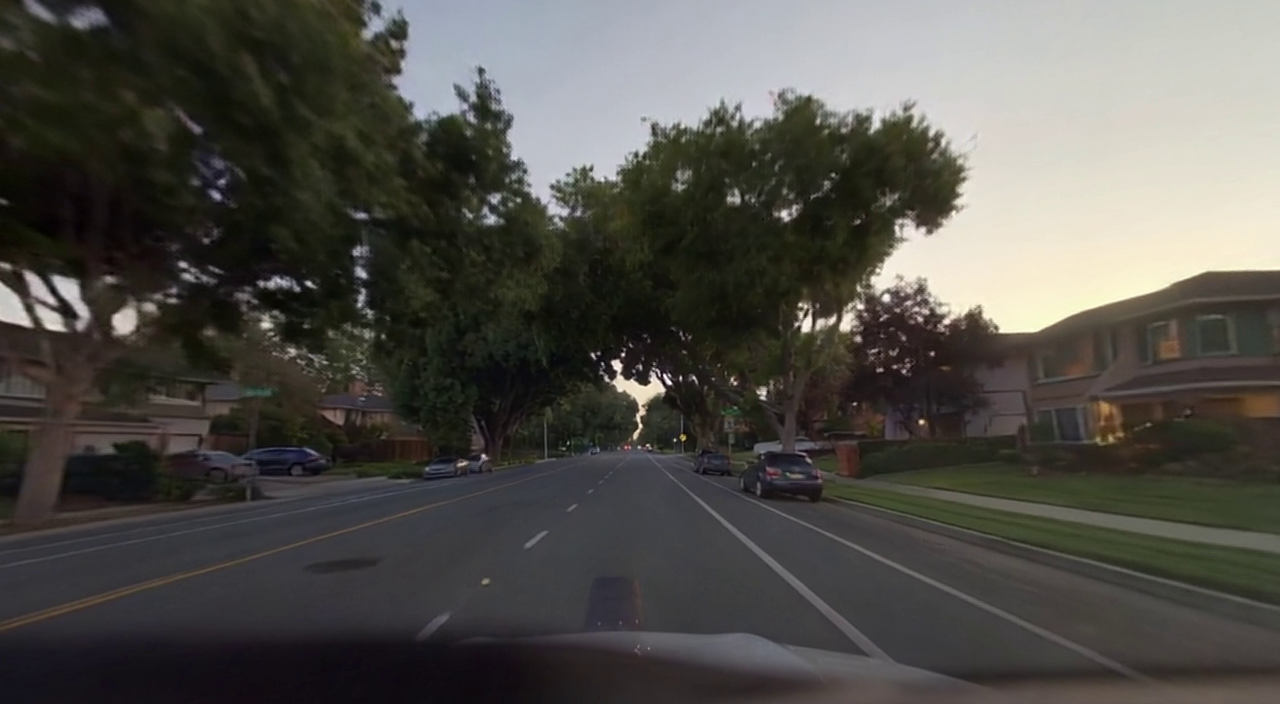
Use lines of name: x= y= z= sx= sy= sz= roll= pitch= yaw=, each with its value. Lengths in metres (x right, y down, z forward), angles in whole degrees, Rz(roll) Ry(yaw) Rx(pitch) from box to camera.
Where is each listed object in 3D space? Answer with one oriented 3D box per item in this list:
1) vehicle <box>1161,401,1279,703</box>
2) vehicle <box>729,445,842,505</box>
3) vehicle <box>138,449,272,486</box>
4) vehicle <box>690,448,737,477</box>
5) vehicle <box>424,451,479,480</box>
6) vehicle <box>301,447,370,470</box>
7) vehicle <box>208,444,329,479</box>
vehicle: x=4.036 y=0.788 z=1.262 sx=1.999 sy=1.615 sz=4.513 roll=0 pitch=-9 yaw=-2
vehicle: x=4.108 y=3.539 z=18.698 sx=1.997 sy=1.510 sz=4.555 roll=0 pitch=-9 yaw=-4
vehicle: x=-19.220 y=5.104 z=28.065 sx=4.446 sy=1.534 sz=2.018 roll=0 pitch=-9 yaw=2
vehicle: x=3.995 y=6.054 z=34.979 sx=2.002 sy=1.493 sz=4.652 roll=0 pitch=-9 yaw=0
vehicle: x=-10.935 y=6.573 z=36.884 sx=1.895 sy=1.551 sz=4.229 roll=0 pitch=-9 yaw=0
vehicle: x=-23.731 y=8.282 z=49.316 sx=4.304 sy=1.755 sz=2.047 roll=0 pitch=-9 yaw=-1
vehicle: x=-20.088 y=5.915 z=34.313 sx=5.216 sy=1.780 sz=2.045 roll=0 pitch=-9 yaw=-1
